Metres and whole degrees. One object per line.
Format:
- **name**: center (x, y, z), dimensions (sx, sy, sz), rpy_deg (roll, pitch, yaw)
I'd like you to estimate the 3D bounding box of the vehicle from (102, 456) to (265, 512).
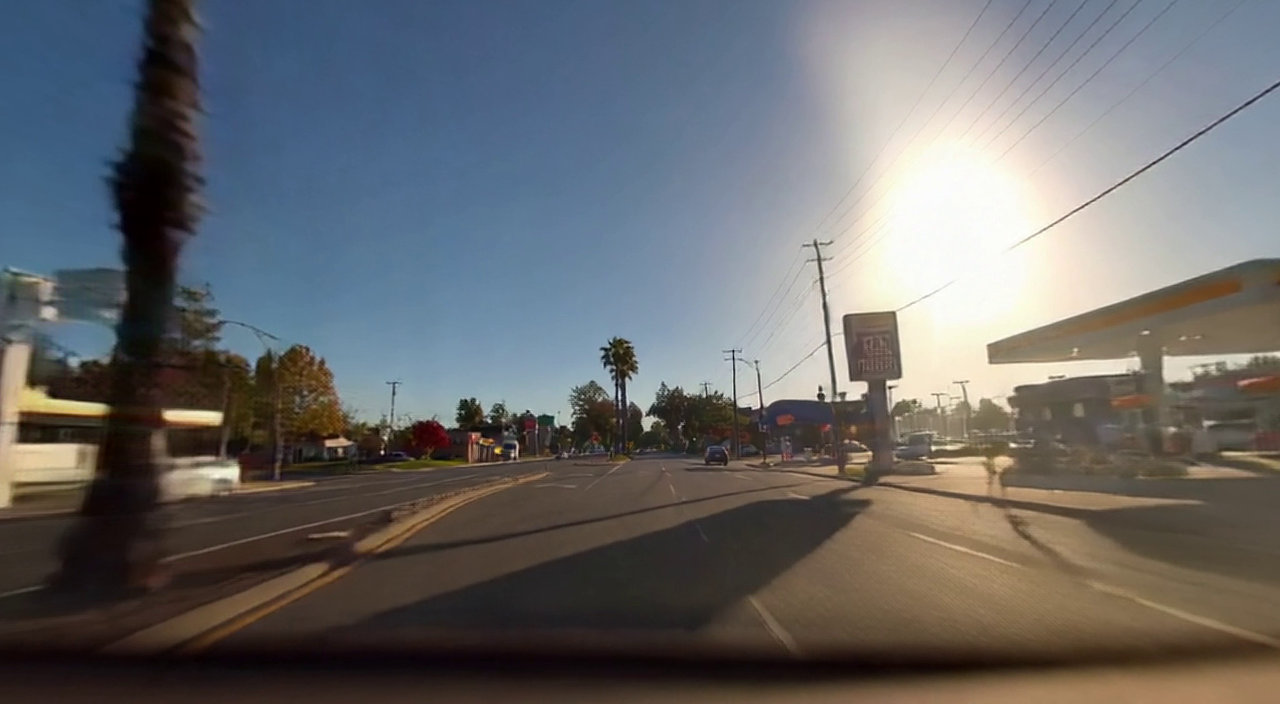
- **vehicle**: center (-14.405, 4.141, 20.357), dimensions (1.924, 1.528, 4.416), rpy_deg (0, -9, 0)
